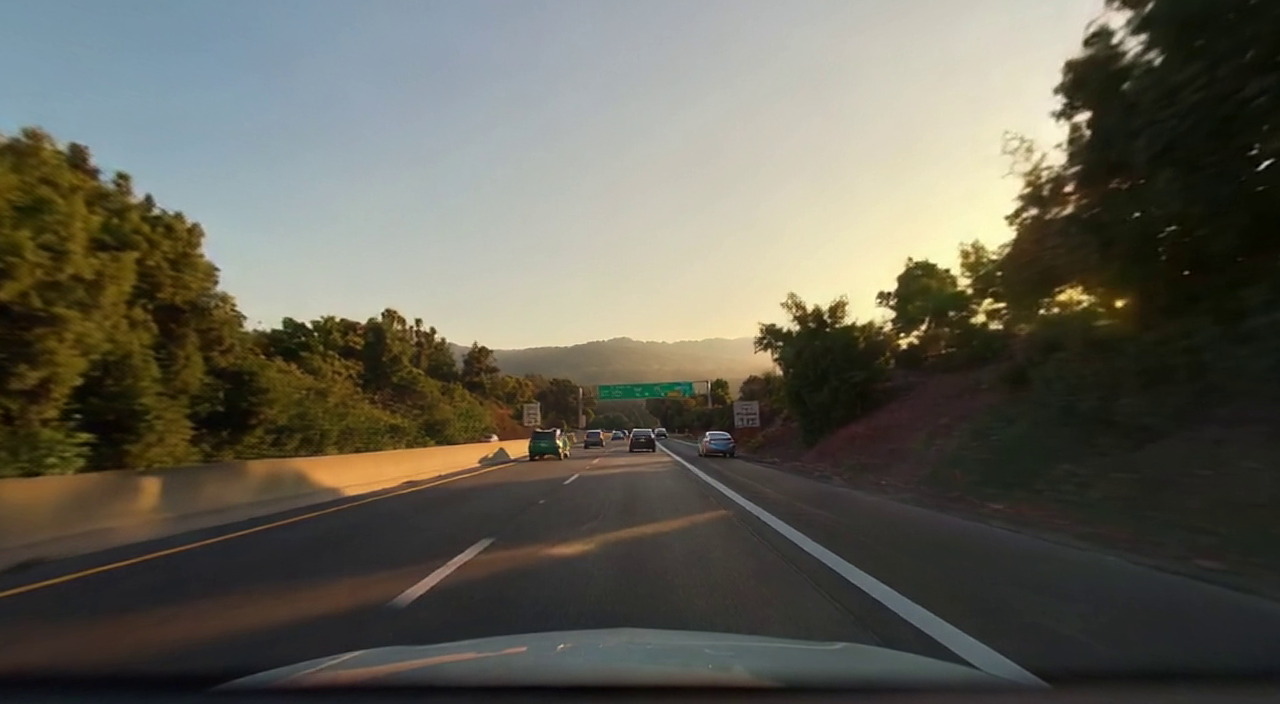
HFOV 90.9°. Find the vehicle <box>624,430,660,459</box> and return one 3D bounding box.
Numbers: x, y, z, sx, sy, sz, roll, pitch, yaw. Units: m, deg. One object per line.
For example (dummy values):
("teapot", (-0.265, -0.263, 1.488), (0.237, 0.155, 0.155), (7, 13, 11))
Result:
("vehicle", (0.089, 5.081, 34.778), (1.869, 1.466, 3.356), (0, -7, -1))

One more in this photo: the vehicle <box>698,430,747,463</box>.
("vehicle", (4.005, 4.621, 31.144), (1.841, 1.491, 3.869), (0, -7, -1))
